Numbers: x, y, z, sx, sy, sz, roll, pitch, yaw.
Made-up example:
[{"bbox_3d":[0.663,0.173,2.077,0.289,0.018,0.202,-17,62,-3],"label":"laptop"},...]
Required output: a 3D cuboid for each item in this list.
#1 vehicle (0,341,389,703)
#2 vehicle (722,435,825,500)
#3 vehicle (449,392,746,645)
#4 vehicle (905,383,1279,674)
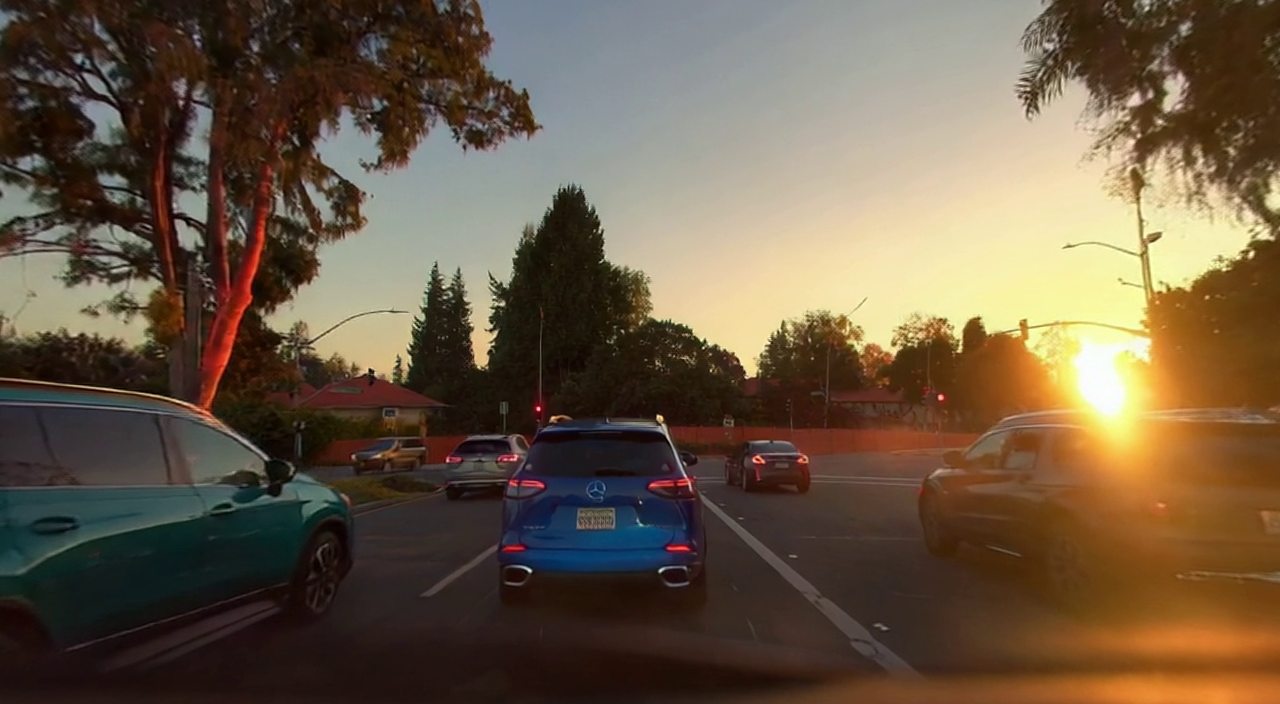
[{"bbox_3d":[-3.466,1.031,3.736,2.047,1.741,4.470,0,-8,1],"label":"vehicle"},{"bbox_3d":[3.496,3.101,17.302,1.847,1.554,3.885,0,-8,-2],"label":"vehicle"},{"bbox_3d":[-0.216,1.434,6.419,2.022,1.700,4.084,0,-8,2],"label":"vehicle"},{"bbox_3d":[4.380,1.386,6.084,2.014,1.740,4.515,-1,-8,5],"label":"vehicle"}]
